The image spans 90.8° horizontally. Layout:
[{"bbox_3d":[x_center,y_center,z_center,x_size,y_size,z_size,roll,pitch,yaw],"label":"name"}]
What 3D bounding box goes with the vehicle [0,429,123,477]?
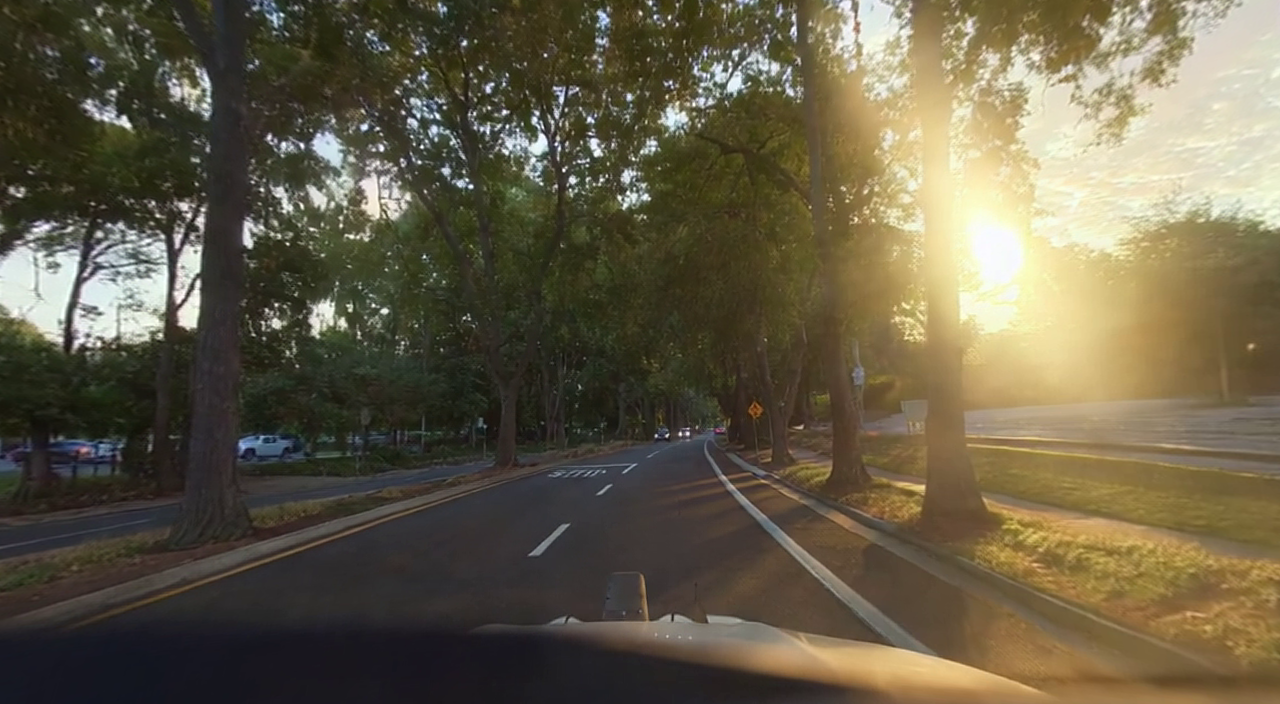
[{"bbox_3d":[-28.370,4.927,30.825,4.733,1.892,1.939,-4,-4,2],"label":"vehicle"}]
